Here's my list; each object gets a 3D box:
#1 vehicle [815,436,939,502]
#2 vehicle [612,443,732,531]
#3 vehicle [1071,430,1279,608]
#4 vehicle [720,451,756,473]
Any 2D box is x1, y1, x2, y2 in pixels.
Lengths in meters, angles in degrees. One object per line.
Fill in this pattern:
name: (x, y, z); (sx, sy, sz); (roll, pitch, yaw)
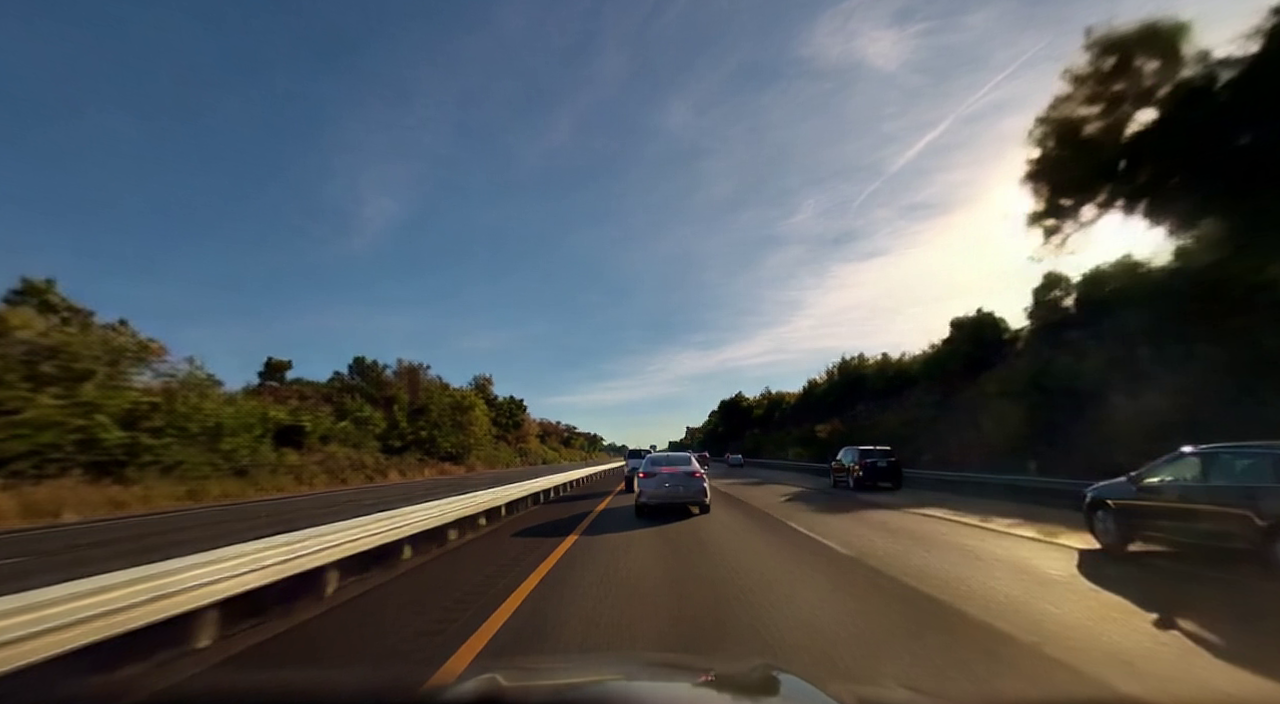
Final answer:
vehicle: (6.802, 3.400, 18.660); (1.980, 1.702, 4.235); (0, -9, 0)
vehicle: (0.563, 2.645, 12.855); (2.076, 1.485, 3.774); (0, -9, 0)
vehicle: (6.359, 1.466, 5.729); (1.965, 1.484, 4.090); (0, -9, 0)
vehicle: (6.825, 7.669, 44.238); (1.921, 1.451, 3.841); (0, -9, 0)
